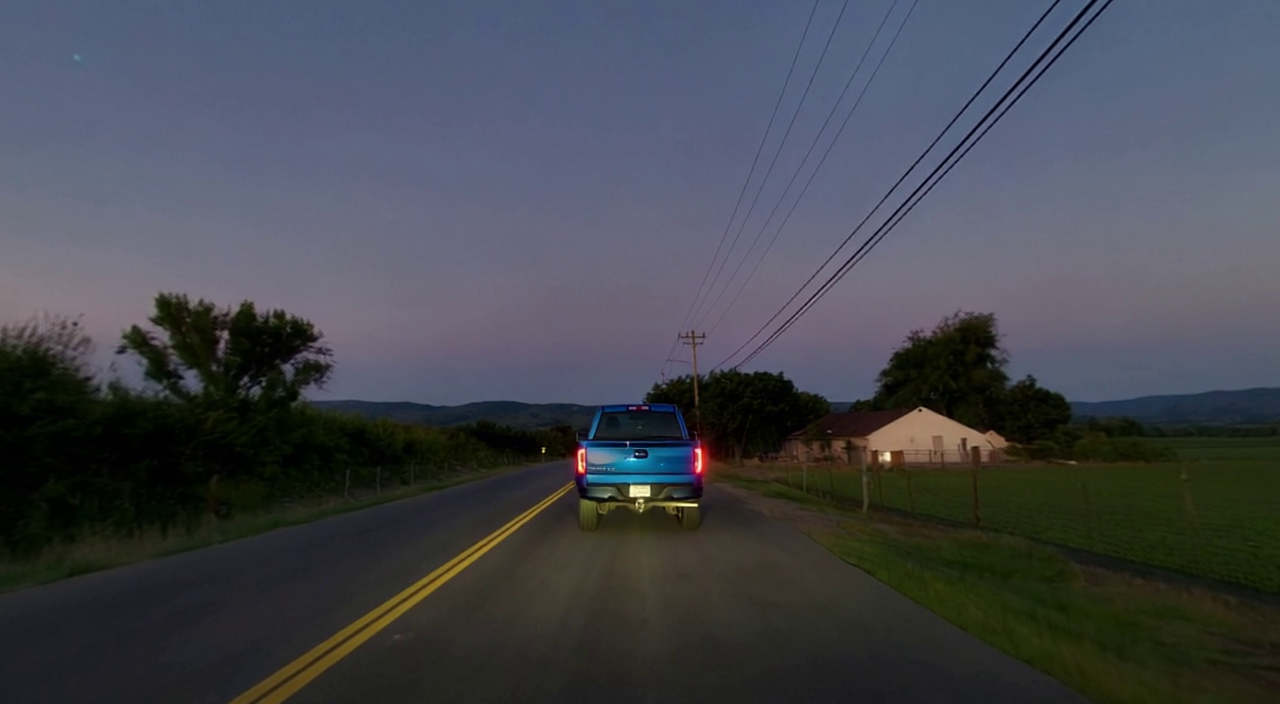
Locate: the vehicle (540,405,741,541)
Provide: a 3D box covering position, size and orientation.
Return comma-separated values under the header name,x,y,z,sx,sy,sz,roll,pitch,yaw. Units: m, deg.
name,x,y,z,sx,sy,sz,roll,pitch,yaw
vehicle,-0.064,2.112,11.773,2.774,1.861,5.885,0,-8,-2
